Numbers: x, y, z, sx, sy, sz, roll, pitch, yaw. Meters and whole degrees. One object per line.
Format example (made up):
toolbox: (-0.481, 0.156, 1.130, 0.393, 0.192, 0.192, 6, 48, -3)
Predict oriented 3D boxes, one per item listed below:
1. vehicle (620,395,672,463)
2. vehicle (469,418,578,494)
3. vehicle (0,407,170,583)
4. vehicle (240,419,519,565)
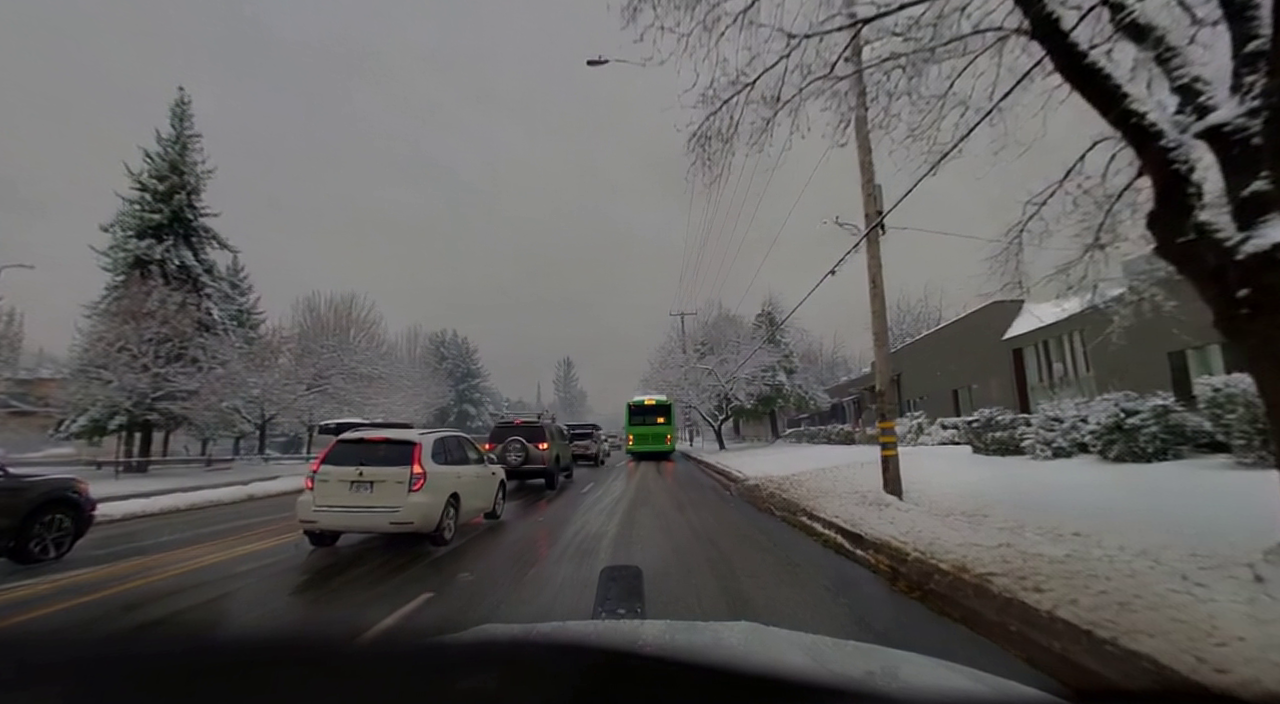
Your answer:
vehicle: (0.428, 5.276, 42.018, 2.970, 3.857, 12.200, 0, -9, 1)
vehicle: (-3.184, 2.991, 18.488, 2.095, 1.892, 5.043, 0, -8, 1)
vehicle: (-7.336, 1.369, 5.992, 2.252, 1.686, 4.447, 0, -9, 1)
vehicle: (-3.294, 1.869, 9.209, 2.042, 1.571, 4.475, 0, -9, 2)
